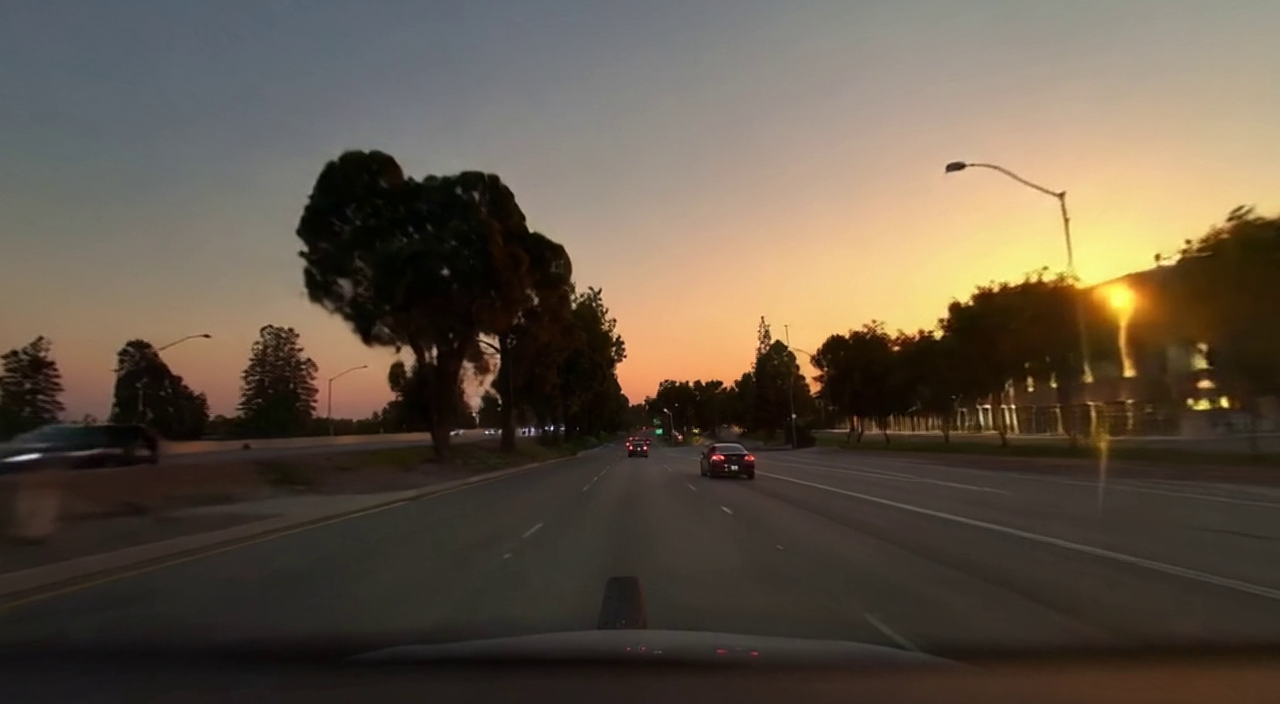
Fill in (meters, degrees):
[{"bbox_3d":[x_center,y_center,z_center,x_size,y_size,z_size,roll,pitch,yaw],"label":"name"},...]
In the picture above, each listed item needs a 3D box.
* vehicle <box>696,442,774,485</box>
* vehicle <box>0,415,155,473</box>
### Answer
[{"bbox_3d":[3.385,4.071,23.347,2.069,1.431,4.313,0,-9,-2],"label":"vehicle"},{"bbox_3d":[-17.762,2.827,19.354,2.107,1.561,4.713,0,-9,-2],"label":"vehicle"}]
